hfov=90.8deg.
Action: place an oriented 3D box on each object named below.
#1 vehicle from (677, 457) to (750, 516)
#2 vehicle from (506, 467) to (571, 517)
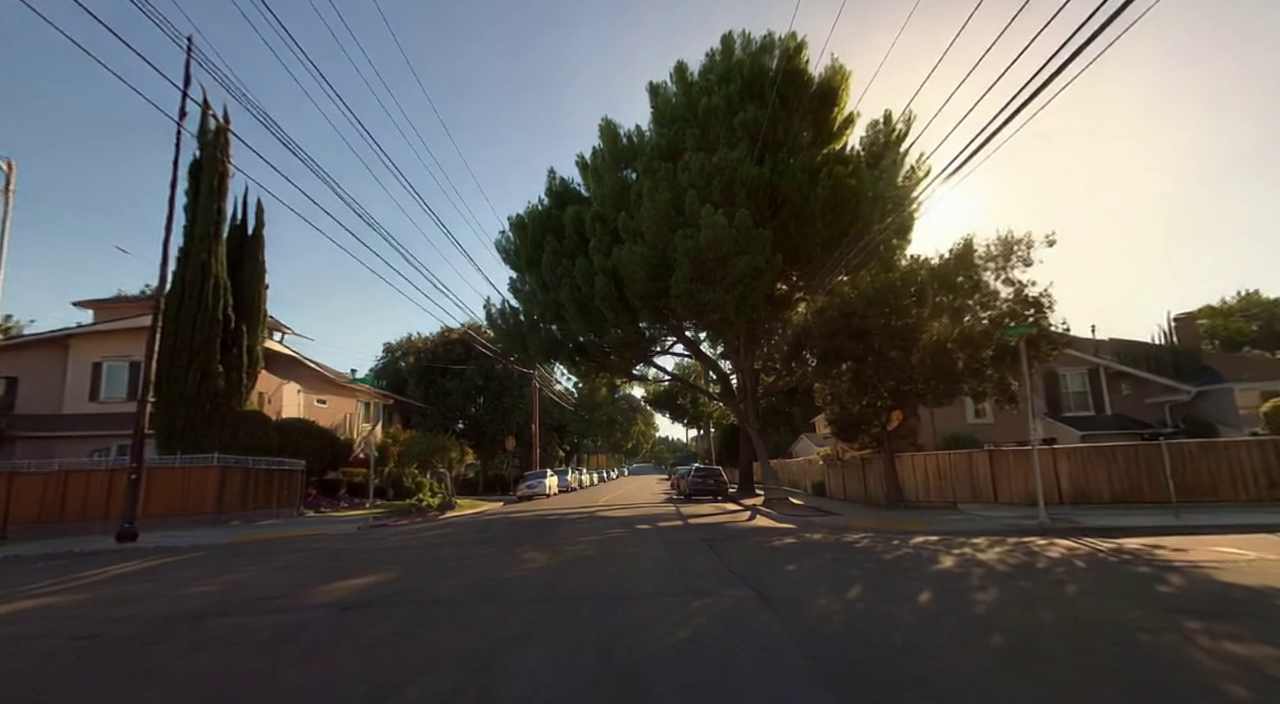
[{"bbox_3d":[2.624,4.952,23.789,2.051,1.874,4.459,0,-8,-2],"label":"vehicle"},{"bbox_3d":[-4.262,5.949,27.294,2.189,1.771,4.571,0,-8,-2],"label":"vehicle"}]
